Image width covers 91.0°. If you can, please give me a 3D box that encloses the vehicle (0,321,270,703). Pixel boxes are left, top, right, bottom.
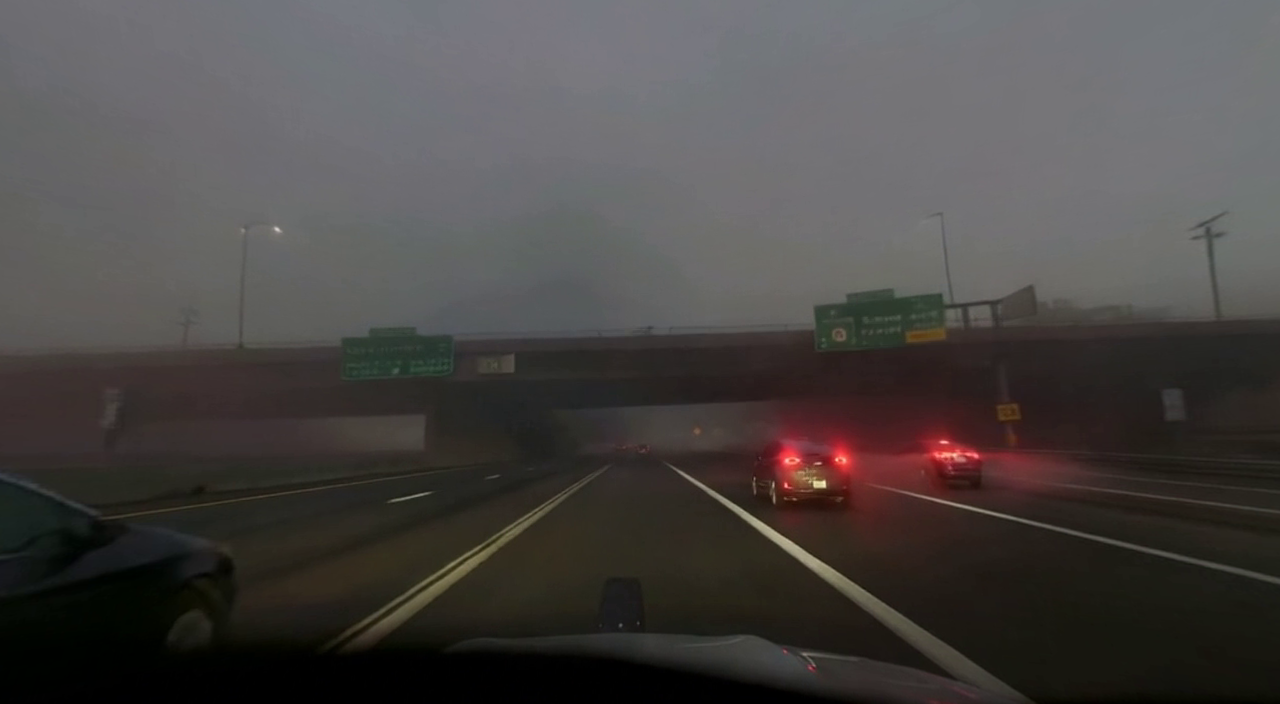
[{"bbox_3d":[-3.396,0.644,1.448,2.203,1.734,4.600,0,-9,1],"label":"vehicle"}]
